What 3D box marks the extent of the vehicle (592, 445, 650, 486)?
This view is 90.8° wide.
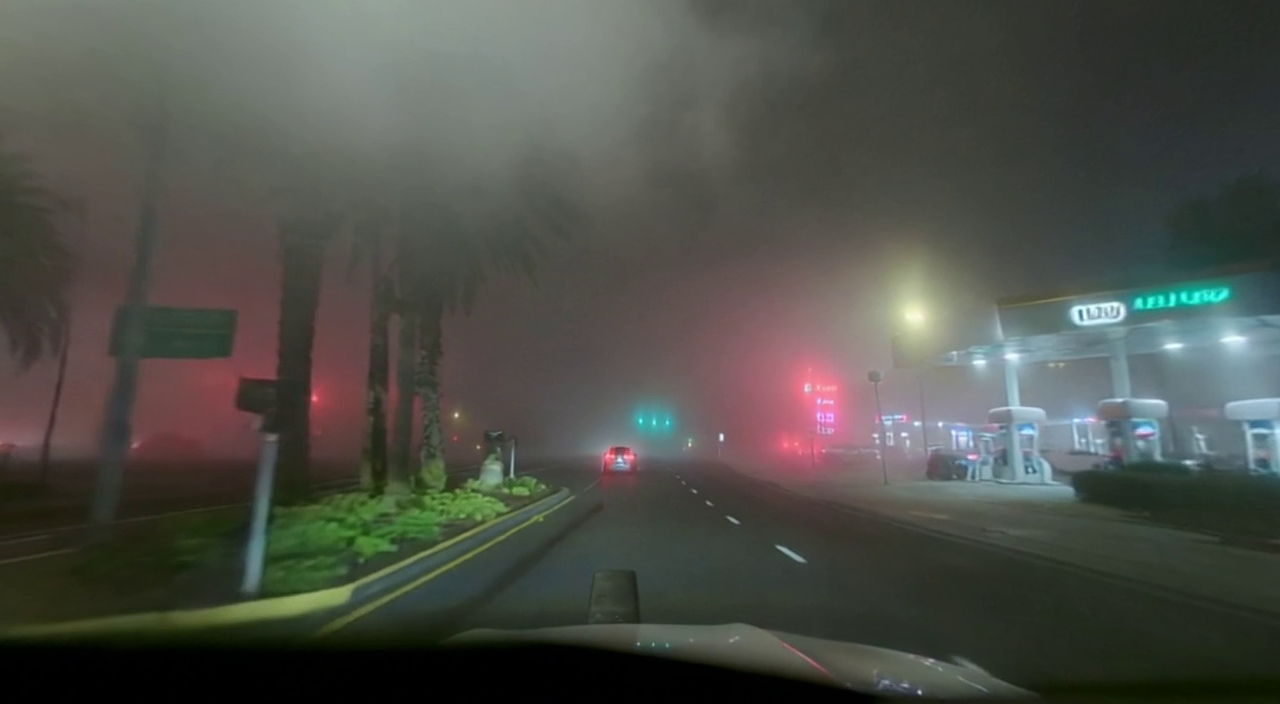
[{"bbox_3d":[-0.897,4.760,26.661,2.073,1.525,4.809,1,-9,-6],"label":"vehicle"}]

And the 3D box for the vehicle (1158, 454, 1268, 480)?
[{"bbox_3d":[33.767,6.787,37.332,4.349,1.460,2.027,0,-10,3],"label":"vehicle"}]

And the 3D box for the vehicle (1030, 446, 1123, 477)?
[{"bbox_3d":[27.539,6.896,39.956,4.381,1.892,1.942,0,-9,-1],"label":"vehicle"}]

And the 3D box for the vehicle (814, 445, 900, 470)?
[{"bbox_3d":[15.147,7.403,44.304,5.317,1.700,1.901,0,-9,1],"label":"vehicle"}]

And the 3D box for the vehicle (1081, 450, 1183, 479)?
[{"bbox_3d":[29.122,6.661,37.517,4.377,1.633,1.834,0,-9,2],"label":"vehicle"}]
